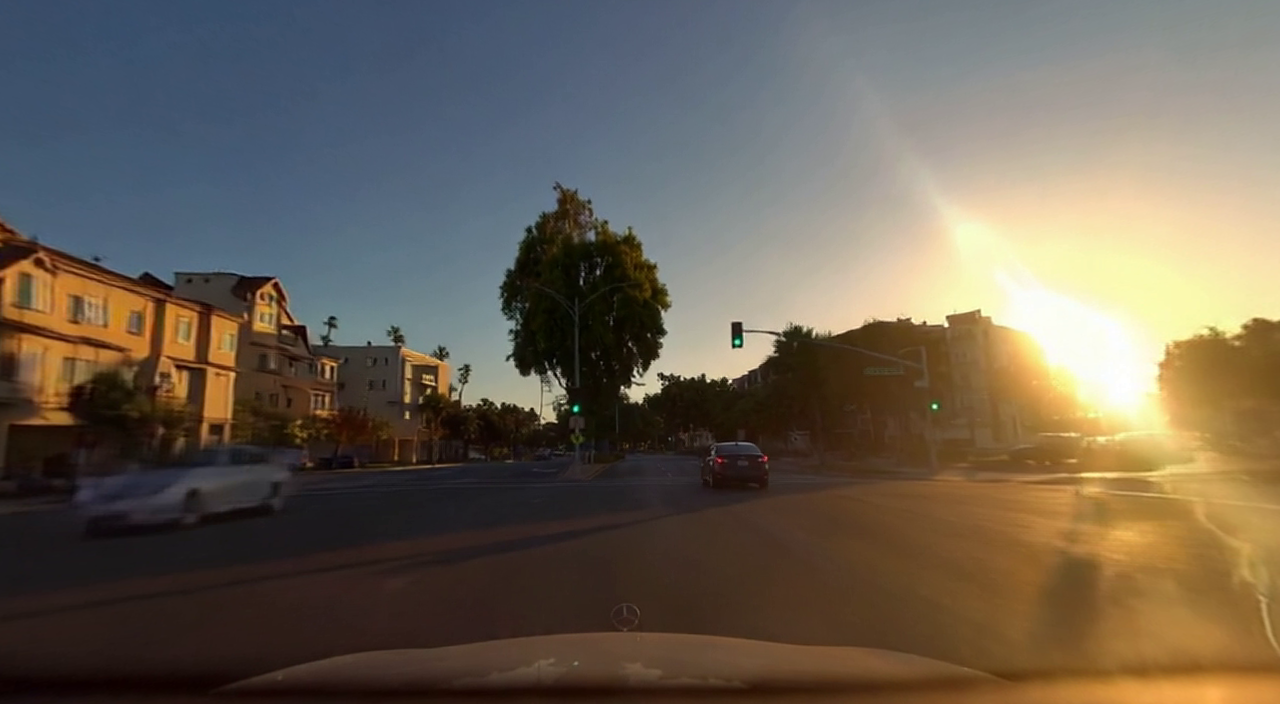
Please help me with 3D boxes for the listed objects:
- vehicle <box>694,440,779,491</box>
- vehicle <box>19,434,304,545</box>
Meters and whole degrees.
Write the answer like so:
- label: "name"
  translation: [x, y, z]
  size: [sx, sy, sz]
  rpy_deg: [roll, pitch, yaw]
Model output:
- label: "vehicle"
  translation: [2.975, 3.608, 20.392]
  size: [1.964, 1.448, 4.295]
  rpy_deg: [0, -8, -2]
- label: "vehicle"
  translation: [-8.720, 2.494, 12.206]
  size: [2.010, 1.718, 4.443]
  rpy_deg: [0, -8, 0]
